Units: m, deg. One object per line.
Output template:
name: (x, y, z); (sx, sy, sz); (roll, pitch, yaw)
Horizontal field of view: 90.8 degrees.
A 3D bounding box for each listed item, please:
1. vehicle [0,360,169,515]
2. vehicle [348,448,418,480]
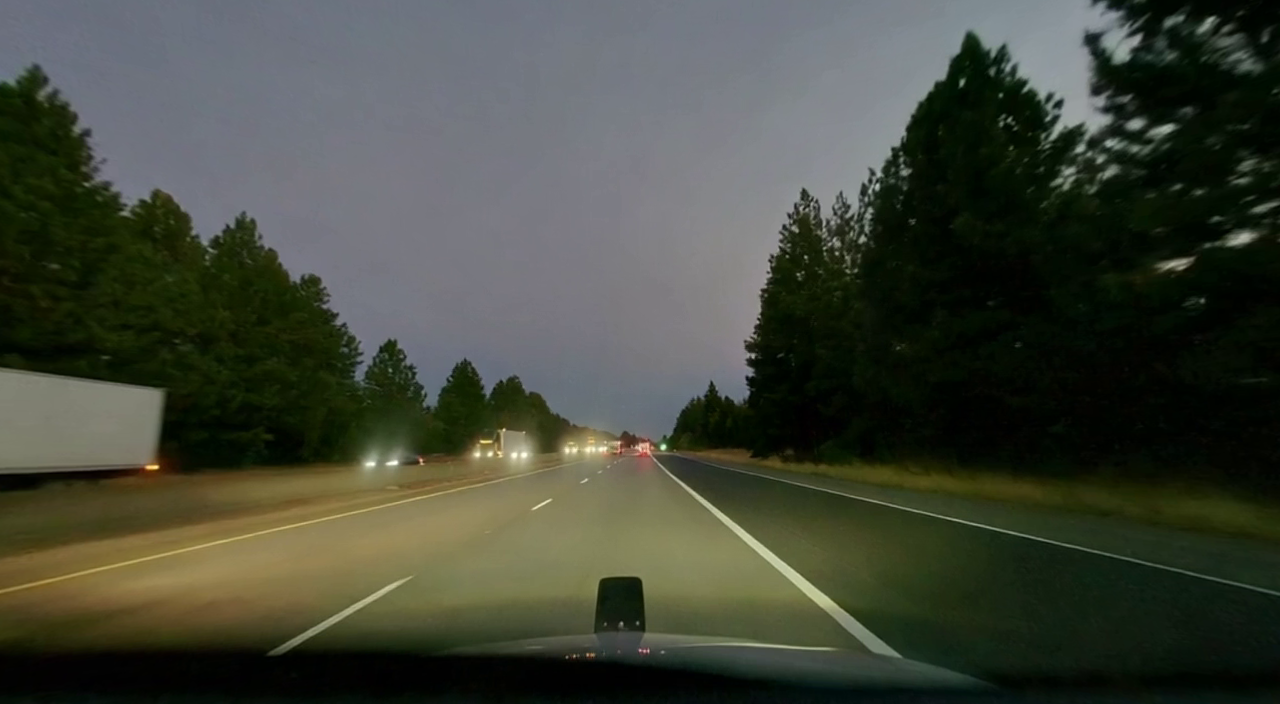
vehicle: (-17.985, 1.999, 14.895); (3.020, 3.951, 14.107); (0, -9, -1)
vehicle: (-13.241, 5.765, 32.795); (1.888, 1.494, 4.184); (0, -9, 0)
